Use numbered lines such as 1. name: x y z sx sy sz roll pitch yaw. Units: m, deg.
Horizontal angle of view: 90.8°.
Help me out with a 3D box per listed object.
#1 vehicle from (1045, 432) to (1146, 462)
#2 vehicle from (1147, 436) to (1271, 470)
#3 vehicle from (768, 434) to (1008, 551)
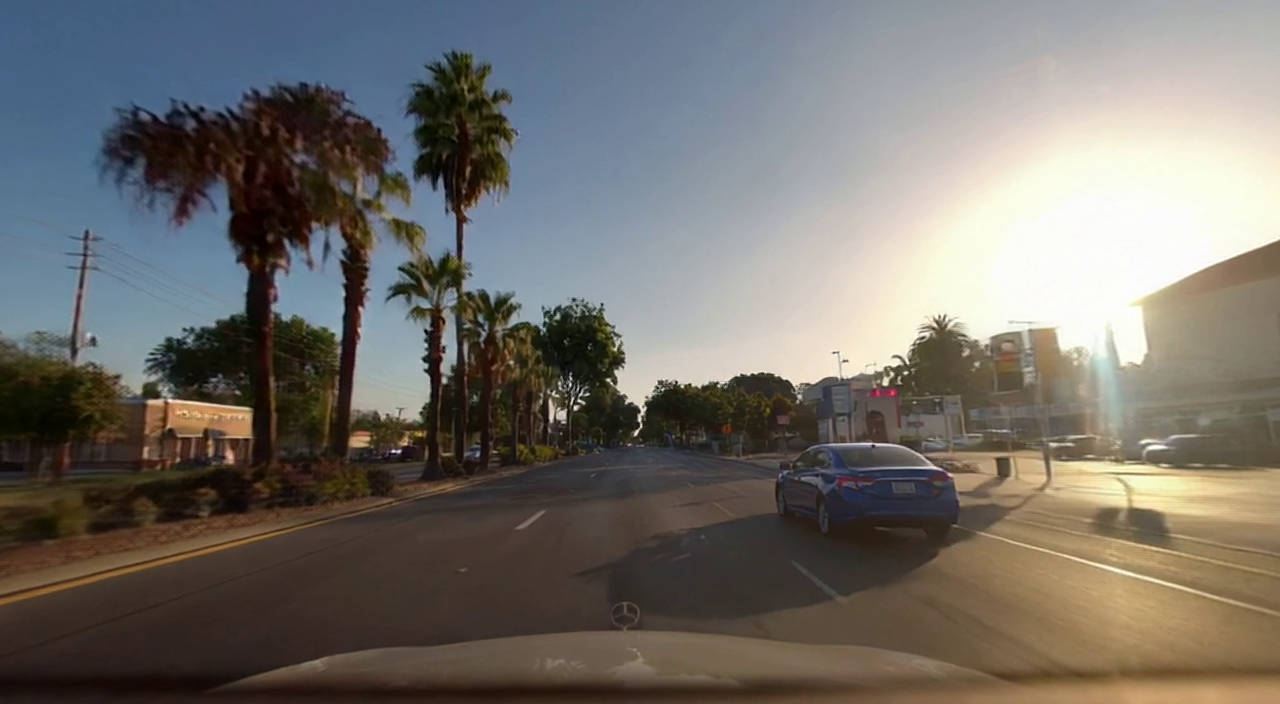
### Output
1. vehicle: 32.454 6.799 45.161 5.339 1.812 2.175 -3 -9 3
2. vehicle: 28.501 5.073 31.761 4.280 1.637 2.009 0 -9 -2
3. vehicle: 3.547 2.069 10.081 1.978 1.442 4.262 0 -8 -2
